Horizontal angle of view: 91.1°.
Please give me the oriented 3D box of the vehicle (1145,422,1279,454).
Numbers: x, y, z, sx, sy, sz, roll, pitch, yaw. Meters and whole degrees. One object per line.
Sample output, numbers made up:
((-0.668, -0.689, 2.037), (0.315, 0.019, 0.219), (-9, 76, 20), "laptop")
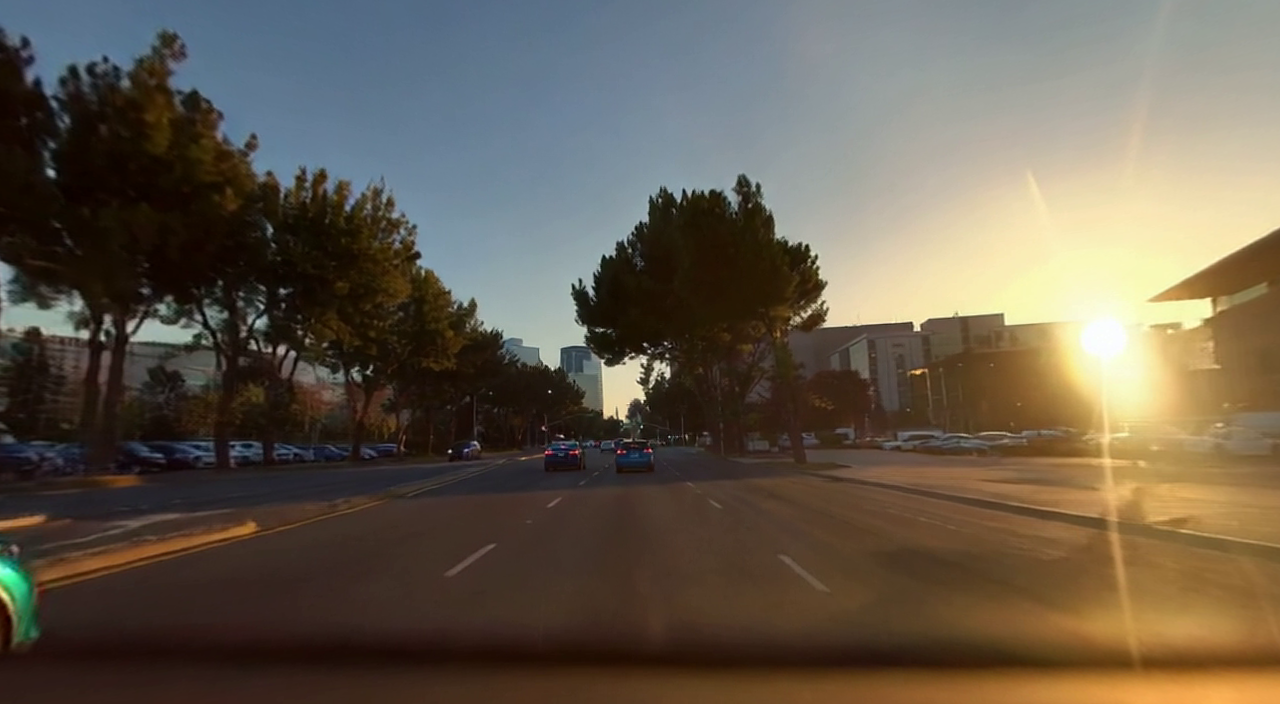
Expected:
((29.851, 4.496, 32.676), (5.212, 1.538, 2.086), (-1, -9, 2), "vehicle")

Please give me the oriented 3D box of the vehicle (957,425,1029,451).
((24.521, 6.059, 43.839), (2.079, 1.656, 4.564), (0, -10, -4), "vehicle")

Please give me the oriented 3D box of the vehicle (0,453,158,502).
((-19.897, 4.367, 22.264), (1.994, 1.475, 4.521), (0, -8, 0), "vehicle")

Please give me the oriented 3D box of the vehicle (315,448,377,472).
((-19.691, 7.234, 42.275), (2.039, 1.497, 4.561), (0, -8, 0), "vehicle")

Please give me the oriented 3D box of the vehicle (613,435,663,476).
((-0.092, 4.508, 27.597), (2.042, 1.641, 4.187), (0, -8, 0), "vehicle")

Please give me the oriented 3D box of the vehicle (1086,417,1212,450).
((30.297, 4.876, 37.514), (5.405, 1.896, 2.219), (-1, -8, 3), "vehicle")

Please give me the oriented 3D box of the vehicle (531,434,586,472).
((-3.970, 5.024, 31.318), (2.113, 1.713, 4.422), (0, -8, 0), "vehicle")

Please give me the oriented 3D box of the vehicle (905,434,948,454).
((19.961, 6.427, 43.849), (1.466, 1.357, 3.288), (-1, -9, 1), "vehicle")

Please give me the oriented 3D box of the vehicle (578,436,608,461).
((-3.657, 7.632, 49.679), (2.047, 1.810, 4.414), (0, -8, 0), "vehicle")

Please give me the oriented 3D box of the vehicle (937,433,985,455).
((22.333, 6.385, 43.783), (1.487, 1.361, 3.317), (-1, -6, -1), "vehicle")

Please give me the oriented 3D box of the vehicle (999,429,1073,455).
((26.790, 6.083, 42.673), (2.036, 1.668, 4.285), (1, -7, -4), "vehicle")
